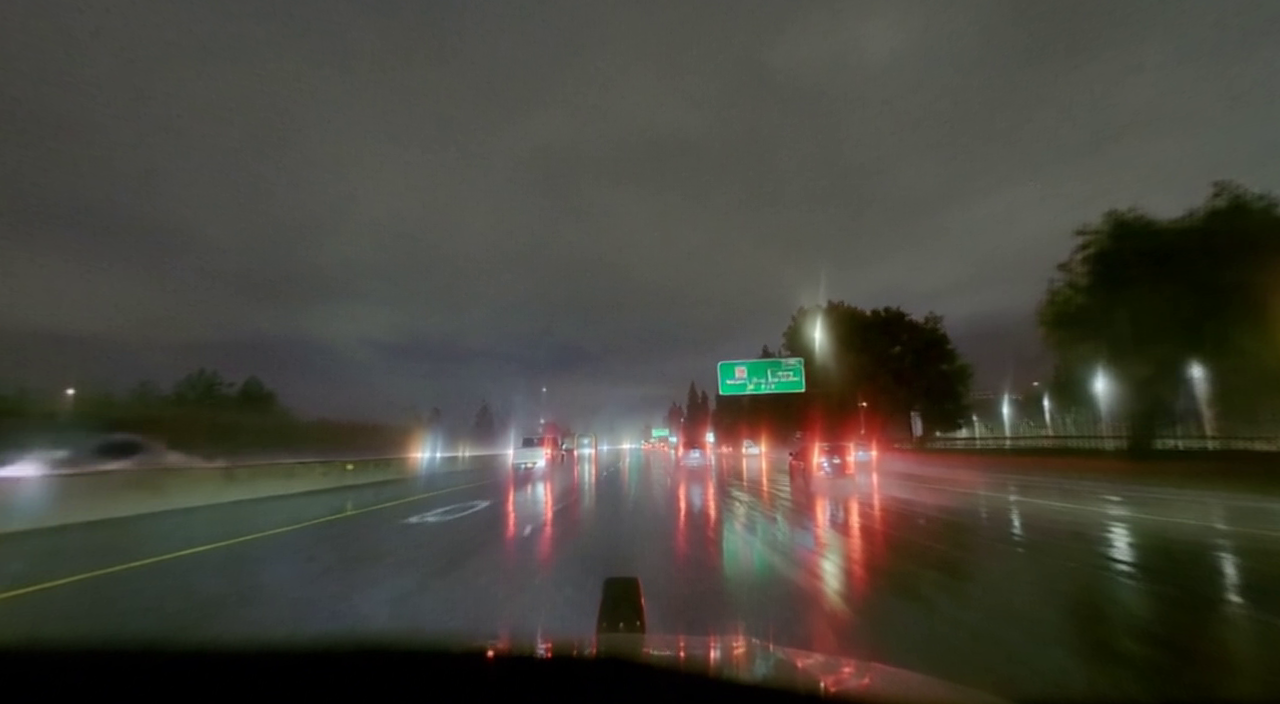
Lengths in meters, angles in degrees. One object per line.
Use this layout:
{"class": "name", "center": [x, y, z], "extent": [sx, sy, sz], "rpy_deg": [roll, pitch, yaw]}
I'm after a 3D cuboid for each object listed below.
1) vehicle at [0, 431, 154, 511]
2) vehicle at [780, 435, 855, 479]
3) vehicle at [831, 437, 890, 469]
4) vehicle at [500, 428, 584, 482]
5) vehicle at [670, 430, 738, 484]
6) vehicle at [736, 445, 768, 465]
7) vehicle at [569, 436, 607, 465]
{"class": "vehicle", "center": [-13.785, 2.610, 14.139], "extent": [1.960, 1.588, 4.540], "rpy_deg": [0, -9, 2]}
{"class": "vehicle", "center": [7.467, 4.443, 26.916], "extent": [2.022, 1.682, 4.226], "rpy_deg": [0, -9, 1]}
{"class": "vehicle", "center": [13.133, 6.066, 37.806], "extent": [2.010, 1.765, 4.375], "rpy_deg": [0, -9, 2]}
{"class": "vehicle", "center": [-3.512, 3.826, 23.515], "extent": [2.199, 1.777, 4.790], "rpy_deg": [0, -9, 2]}
{"class": "vehicle", "center": [2.162, 3.714, 22.524], "extent": [2.181, 1.728, 3.970], "rpy_deg": [0, -9, 2]}
{"class": "vehicle", "center": [8.429, 7.779, 47.739], "extent": [1.815, 1.479, 3.892], "rpy_deg": [0, -9, 1]}
{"class": "vehicle", "center": [-3.892, 7.524, 48.360], "extent": [2.317, 2.049, 5.746], "rpy_deg": [0, -9, 1]}
